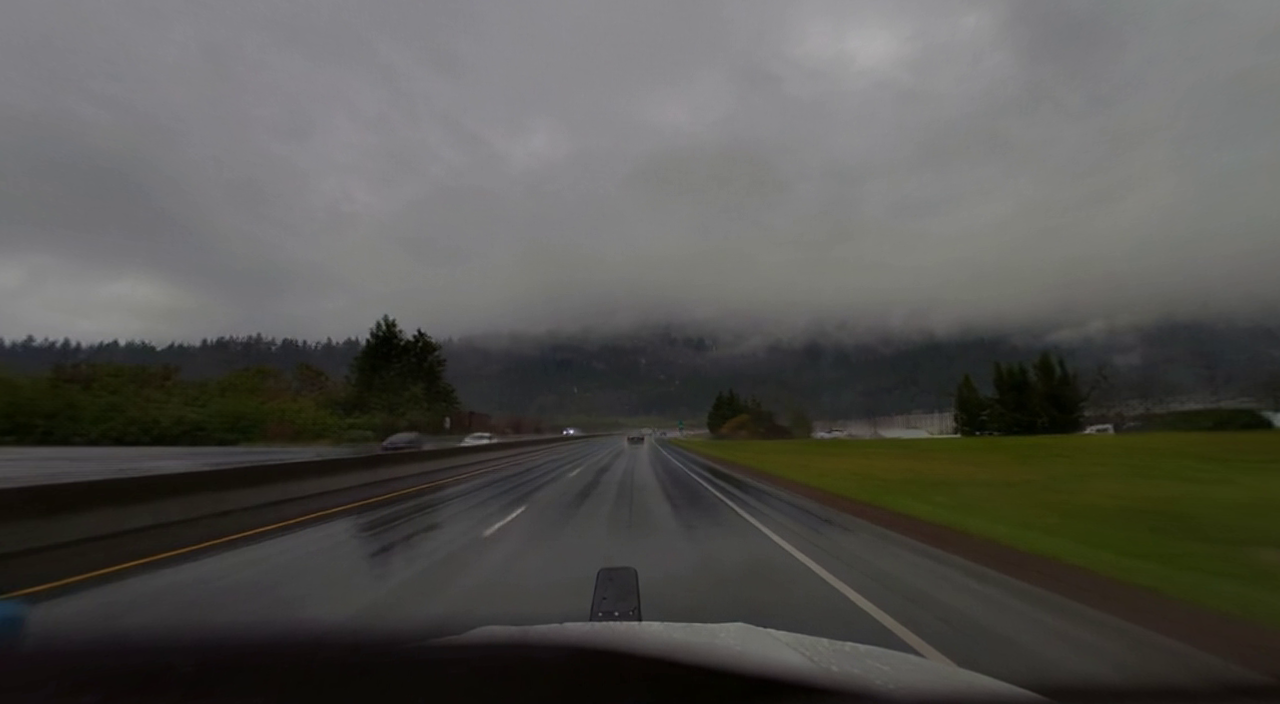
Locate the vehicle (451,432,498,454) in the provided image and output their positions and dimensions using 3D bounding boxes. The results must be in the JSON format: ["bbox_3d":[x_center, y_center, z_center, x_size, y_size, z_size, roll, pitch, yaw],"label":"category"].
[{"bbox_3d":[-10.916,6.034,41.686,1.941,1.352,4.224,0,-8,1],"label":"vehicle"}]

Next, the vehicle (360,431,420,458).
[{"bbox_3d":[-14.737,5.472,37.278,1.860,1.531,4.001,0,-8,1],"label":"vehicle"}]
